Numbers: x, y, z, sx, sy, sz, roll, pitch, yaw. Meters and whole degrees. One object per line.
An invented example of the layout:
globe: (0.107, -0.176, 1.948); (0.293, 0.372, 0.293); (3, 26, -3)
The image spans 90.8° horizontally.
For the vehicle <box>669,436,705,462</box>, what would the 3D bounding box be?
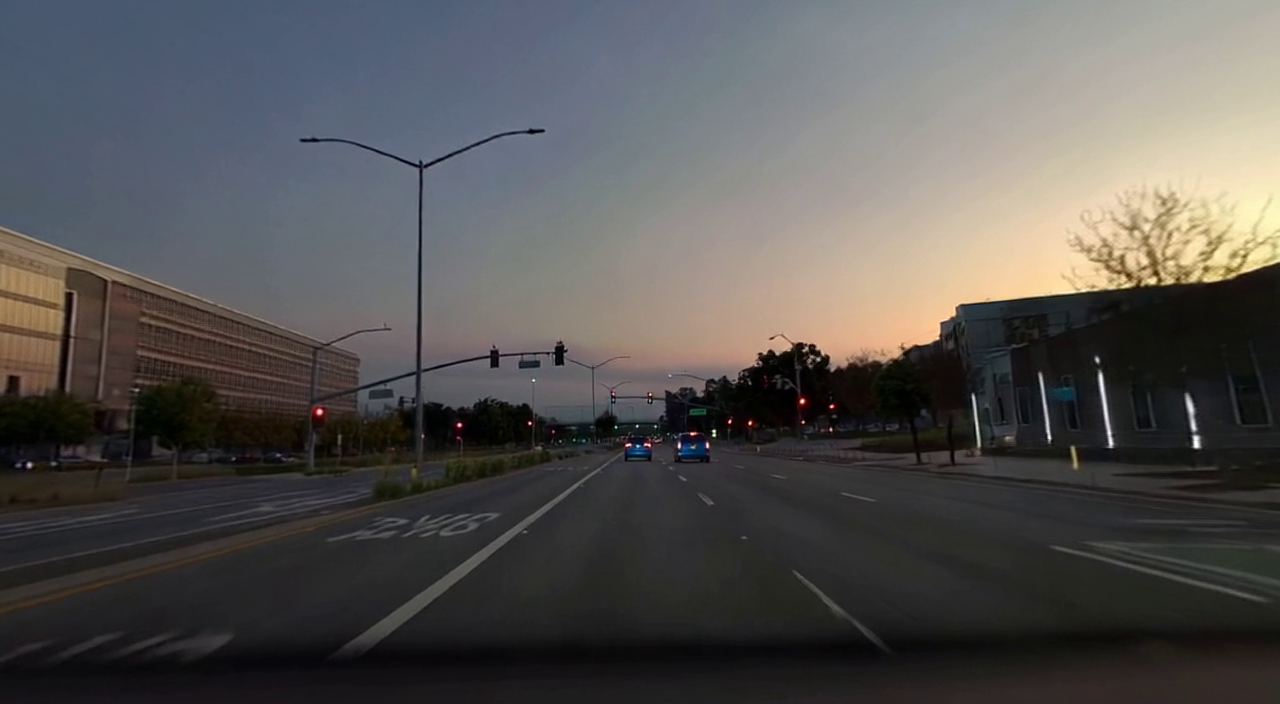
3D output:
vehicle: (3.300, 6.904, 45.178); (2.107, 1.736, 4.228); (0, -8, -2)

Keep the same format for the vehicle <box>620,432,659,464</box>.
vehicle: (-0.124, 6.373, 41.967); (2.413, 1.939, 4.716); (0, -8, -2)
